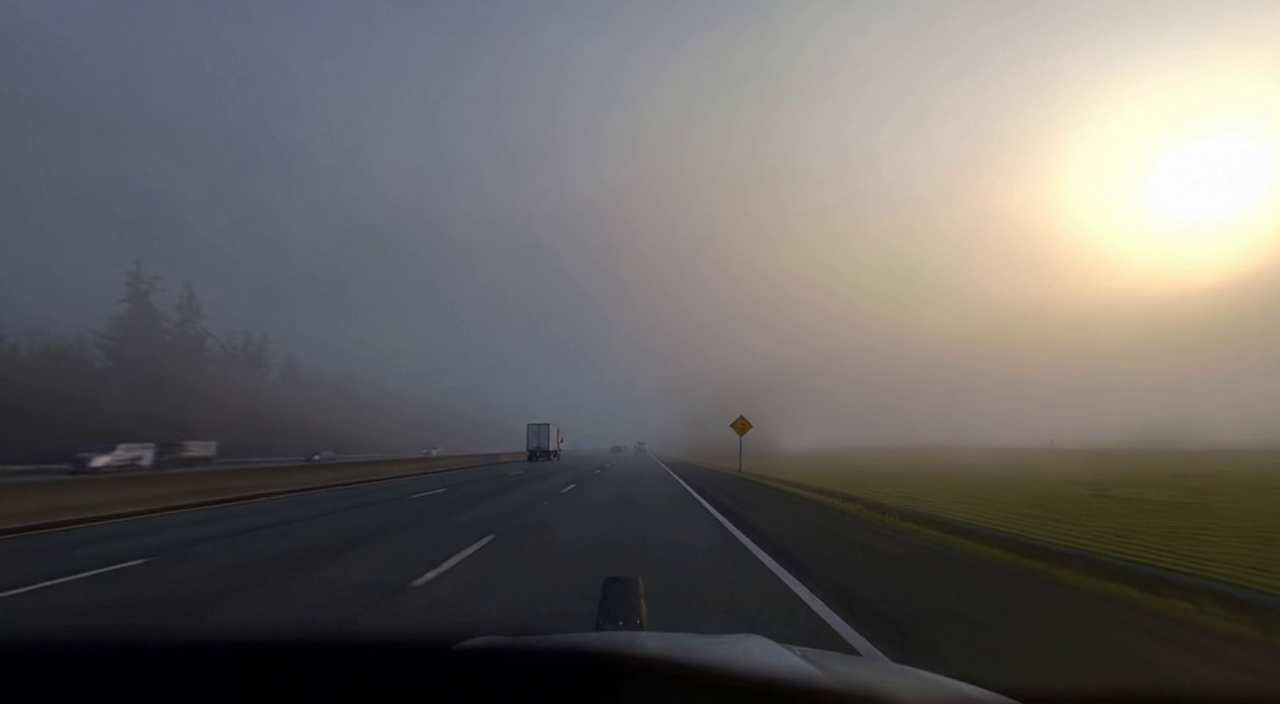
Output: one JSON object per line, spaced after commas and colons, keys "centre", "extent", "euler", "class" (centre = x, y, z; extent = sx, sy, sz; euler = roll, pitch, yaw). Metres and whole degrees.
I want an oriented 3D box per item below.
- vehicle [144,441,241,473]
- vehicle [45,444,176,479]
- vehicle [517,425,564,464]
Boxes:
{"centre": [-33.657, 7.910, 47.716], "extent": [2.493, 2.210, 6.521], "euler": [0, -9, 1], "class": "vehicle"}
{"centre": [-33.652, 6.963, 40.450], "extent": [2.630, 2.038, 6.581], "euler": [0, -9, 1], "class": "vehicle"}
{"centre": [-7.398, 6.966, 47.396], "extent": [2.444, 2.685, 5.893], "euler": [0, -9, 1], "class": "vehicle"}
